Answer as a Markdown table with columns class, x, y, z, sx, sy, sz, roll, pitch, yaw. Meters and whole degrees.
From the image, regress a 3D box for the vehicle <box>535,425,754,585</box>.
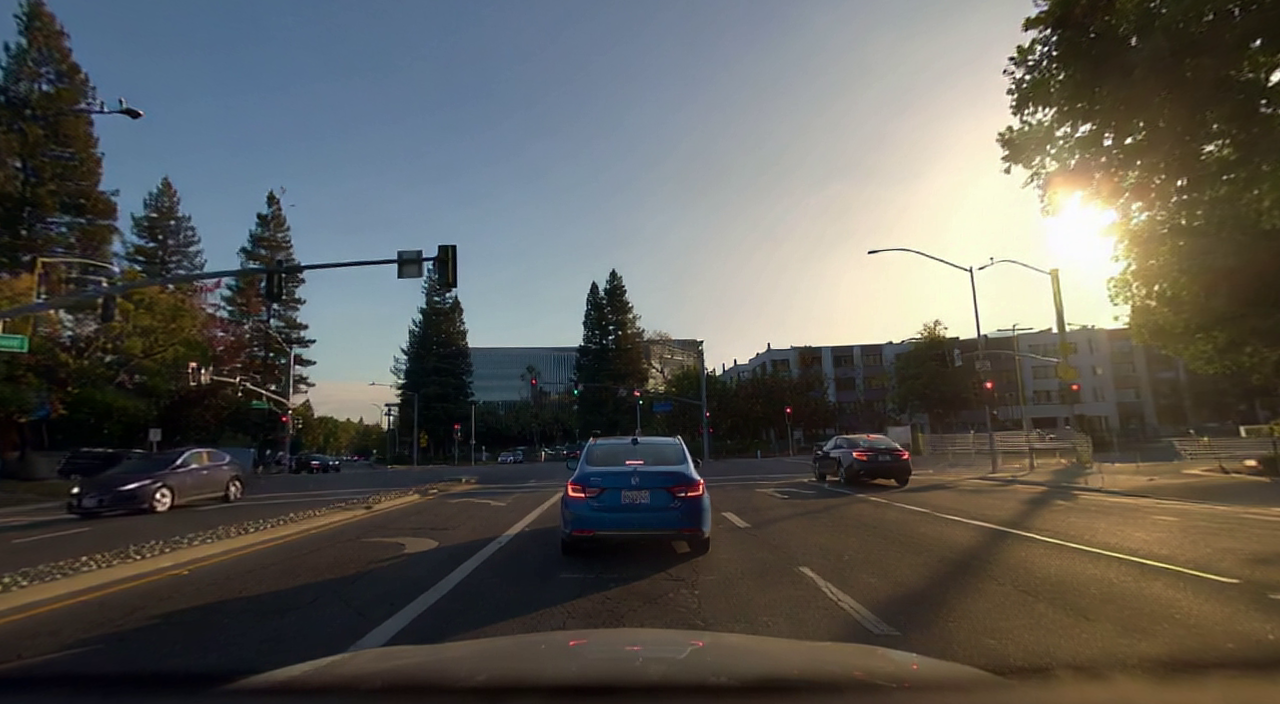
| class | x | y | z | sx | sy | sz | roll | pitch | yaw |
| --- | --- | --- | --- | --- | --- | --- | --- | --- | --- |
| vehicle | -0.017 | 1.764 | 8.149 | 2.070 | 1.488 | 4.206 | 0 | -8 | -2 |

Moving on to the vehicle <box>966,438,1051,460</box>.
| class | x | y | z | sx | sy | sz | roll | pitch | yaw |
| --- | --- | --- | --- | --- | --- | --- | --- | --- | --- |
| vehicle | 25.503 | 6.720 | 43.829 | 4.563 | 1.454 | 2.056 | 0 | -8 | -2 |

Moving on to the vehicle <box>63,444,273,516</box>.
| class | x | y | z | sx | sy | sz | roll | pitch | yaw |
| --- | --- | --- | --- | --- | --- | --- | --- | --- | --- |
| vehicle | -12.740 | 3.431 | 17.565 | 2.097 | 1.710 | 4.649 | -1 | -9 | 3 |

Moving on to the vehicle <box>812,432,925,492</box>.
| class | x | y | z | sx | sy | sz | roll | pitch | yaw |
| --- | --- | --- | --- | --- | --- | --- | --- | --- | --- |
| vehicle | 7.061 | 3.434 | 20.072 | 2.039 | 1.692 | 4.319 | 0 | -8 | 1 |
